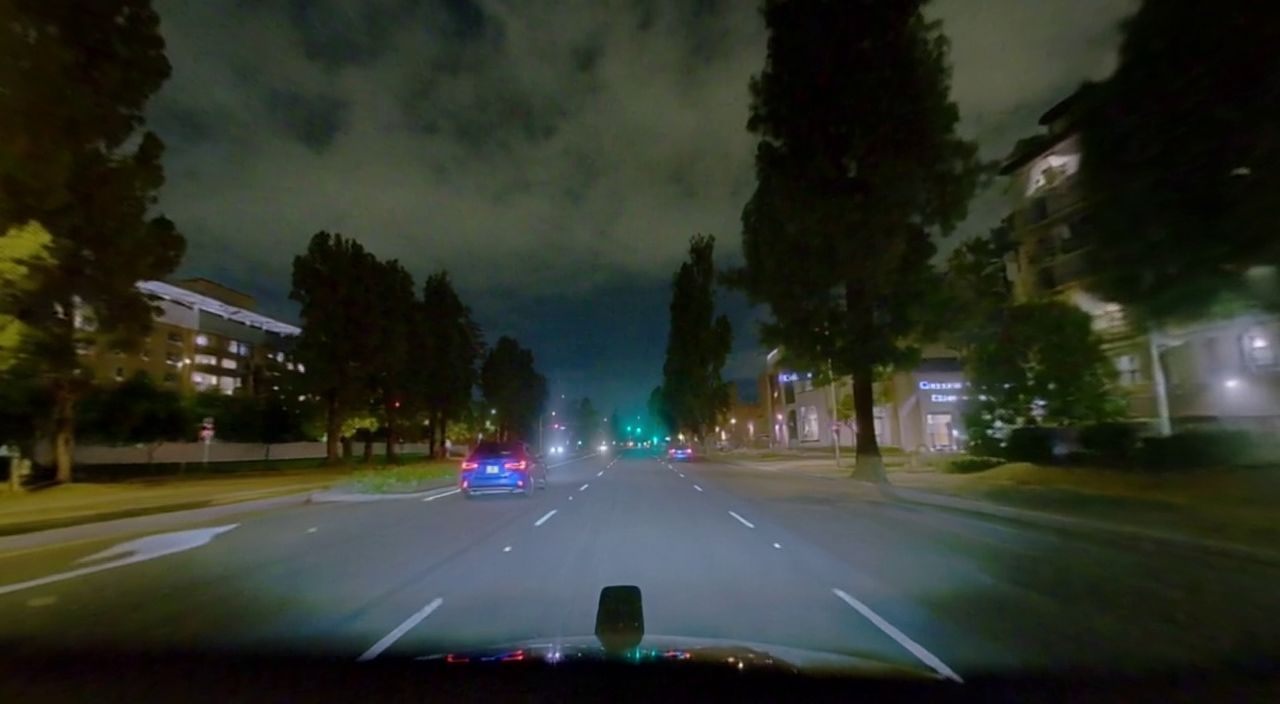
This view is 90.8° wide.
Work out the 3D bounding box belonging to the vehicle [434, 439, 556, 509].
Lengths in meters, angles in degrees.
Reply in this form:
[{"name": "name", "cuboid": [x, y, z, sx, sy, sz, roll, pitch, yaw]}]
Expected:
[{"name": "vehicle", "cuboid": [-3.414, 2.940, 15.753, 2.005, 1.477, 4.169, -1, -8, 0]}]
